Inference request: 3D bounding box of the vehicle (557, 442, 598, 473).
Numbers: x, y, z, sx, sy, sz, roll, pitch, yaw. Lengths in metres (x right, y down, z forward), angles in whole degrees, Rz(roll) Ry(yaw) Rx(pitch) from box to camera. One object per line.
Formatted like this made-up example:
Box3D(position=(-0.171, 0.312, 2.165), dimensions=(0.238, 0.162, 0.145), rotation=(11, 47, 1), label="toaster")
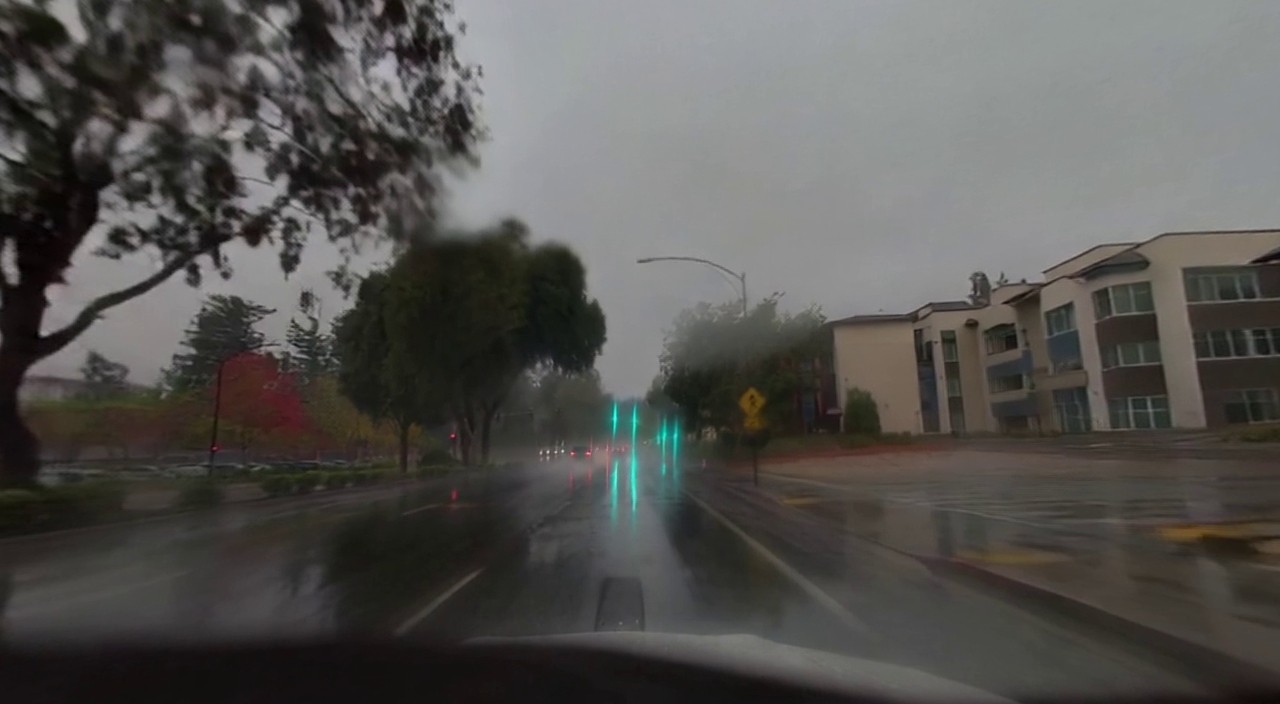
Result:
Box3D(position=(-3.607, 6.176, 37.178), dimensions=(1.959, 1.741, 4.141), rotation=(0, -9, 1), label="vehicle")
